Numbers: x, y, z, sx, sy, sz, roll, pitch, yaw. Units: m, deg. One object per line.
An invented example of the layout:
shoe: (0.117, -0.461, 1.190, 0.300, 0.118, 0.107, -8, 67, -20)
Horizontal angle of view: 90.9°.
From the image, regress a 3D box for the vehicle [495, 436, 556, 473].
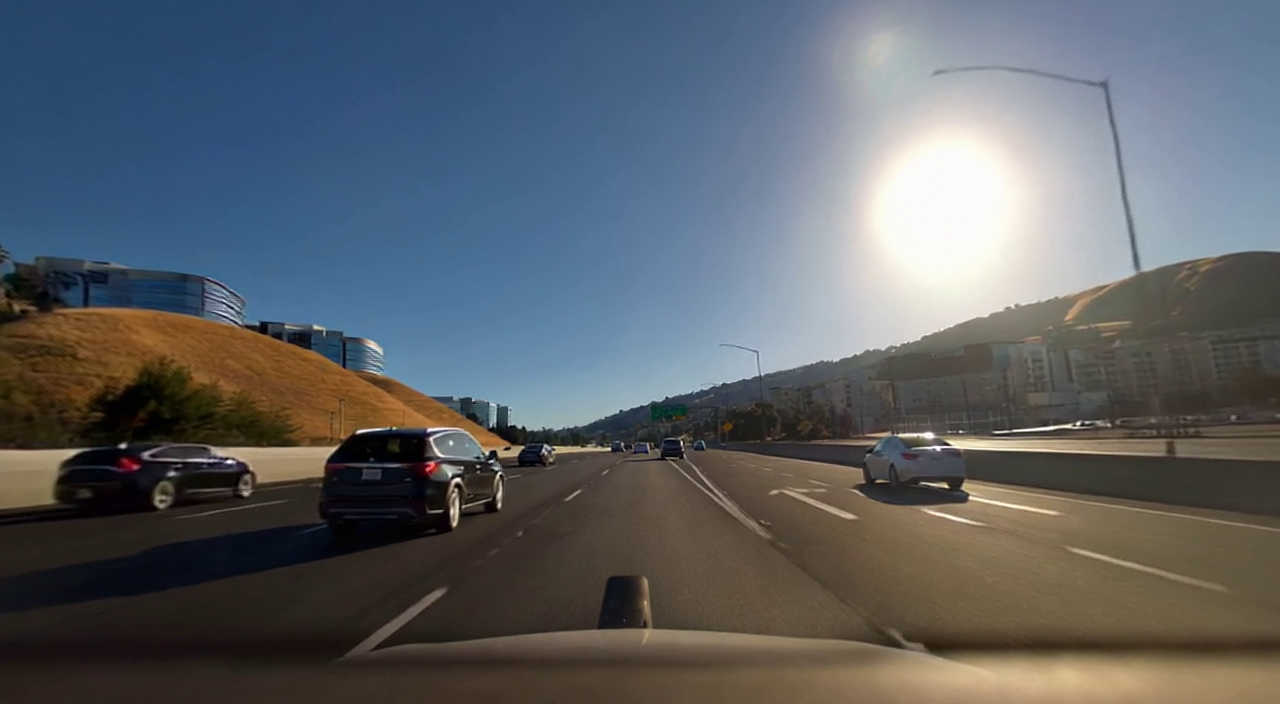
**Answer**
vehicle: (-5.798, 5.246, 32.594, 2.076, 1.730, 4.537, -1, -8, 3)

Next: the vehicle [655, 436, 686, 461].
vehicle: (2.431, 7.545, 49.385, 2.172, 1.824, 5.031, -1, -8, 5)

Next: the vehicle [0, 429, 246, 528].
vehicle: (-11.278, 2.643, 13.851, 2.091, 1.774, 4.754, 0, -8, 1)

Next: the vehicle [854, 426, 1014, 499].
vehicle: (7.545, 2.879, 16.802, 2.122, 1.646, 4.491, 0, -8, 1)

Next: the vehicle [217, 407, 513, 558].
vehicle: (-3.725, 1.894, 9.960, 2.210, 1.730, 5.133, -1, -8, 2)
